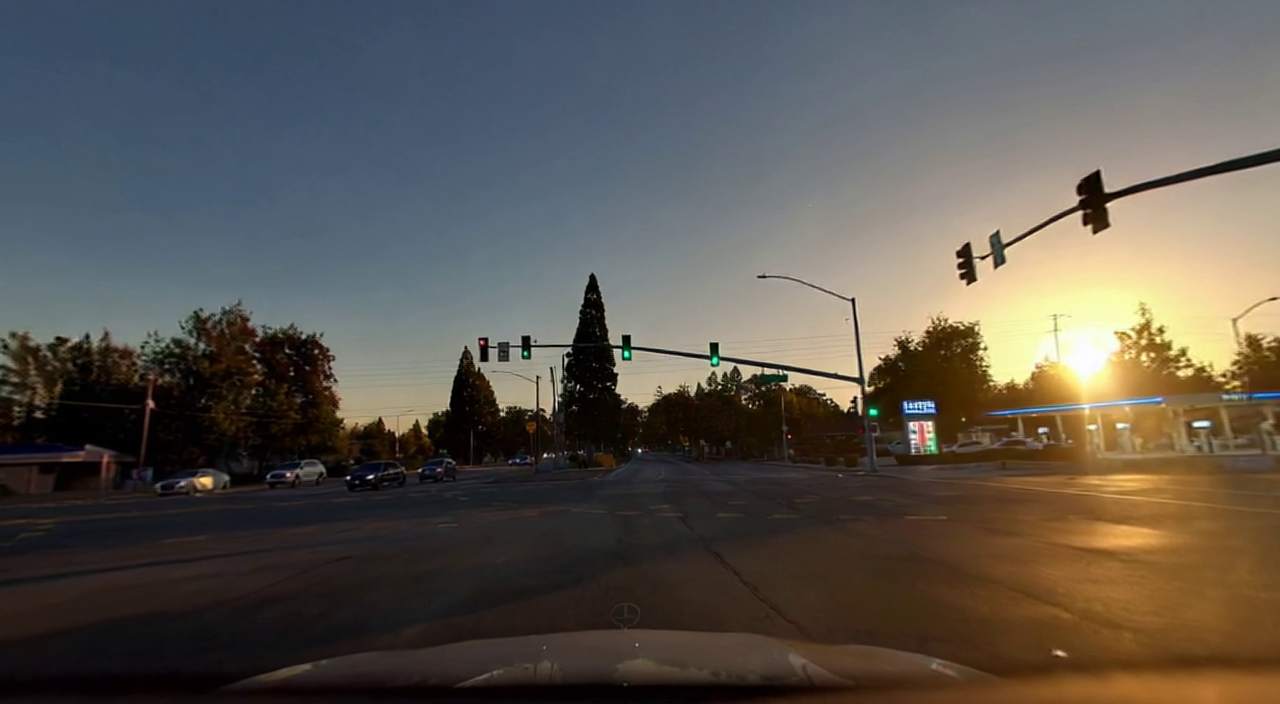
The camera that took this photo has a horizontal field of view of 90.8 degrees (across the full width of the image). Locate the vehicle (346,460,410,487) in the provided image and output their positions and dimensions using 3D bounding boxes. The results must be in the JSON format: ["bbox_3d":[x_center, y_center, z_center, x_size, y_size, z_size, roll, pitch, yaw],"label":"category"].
[{"bbox_3d":[-15.328,7.119,37.273,1.920,1.434,4.328,0,-9,0],"label":"vehicle"}]

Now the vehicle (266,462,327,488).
[{"bbox_3d":[-24.843,8.909,45.876,2.098,1.684,4.388,0,-9,-2],"label":"vehicle"}]

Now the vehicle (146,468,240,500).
[{"bbox_3d":[-24.635,7.249,35.073,1.895,1.483,4.790,0,-9,-2],"label":"vehicle"}]

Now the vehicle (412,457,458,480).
[{"bbox_3d":[-15.430,8.753,47.708,2.053,1.598,4.336,0,-9,-1],"label":"vehicle"}]
